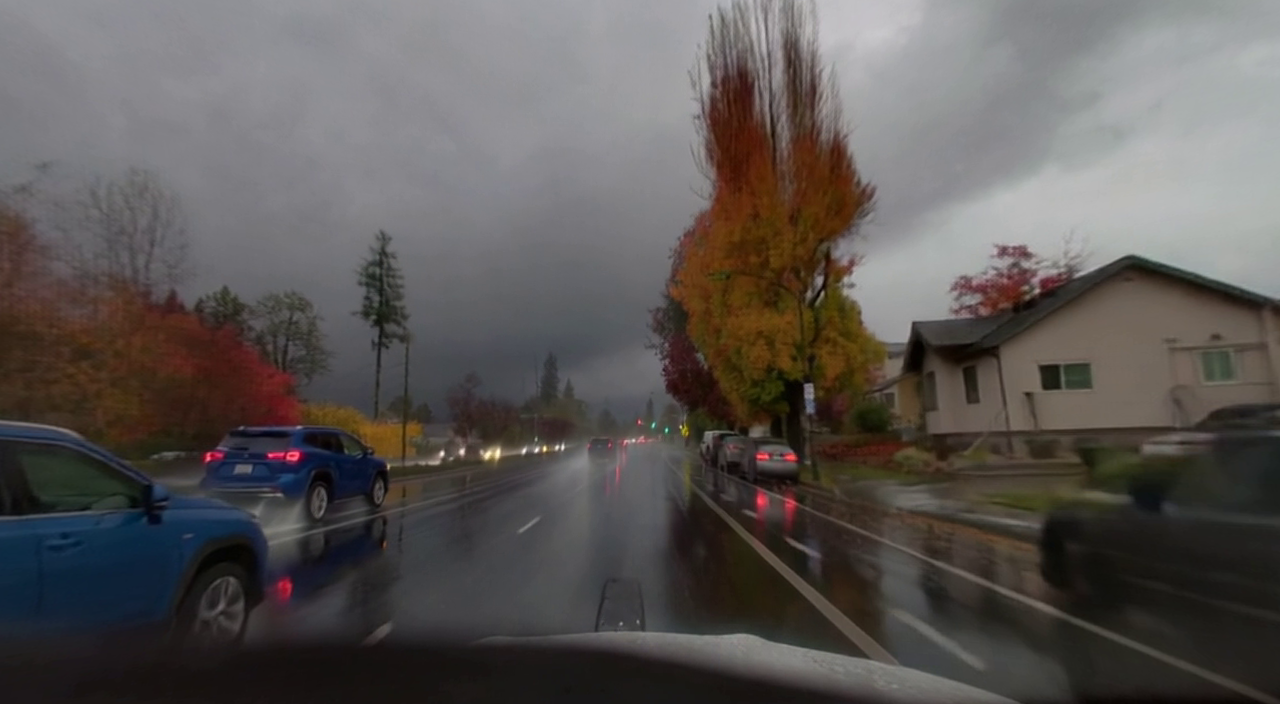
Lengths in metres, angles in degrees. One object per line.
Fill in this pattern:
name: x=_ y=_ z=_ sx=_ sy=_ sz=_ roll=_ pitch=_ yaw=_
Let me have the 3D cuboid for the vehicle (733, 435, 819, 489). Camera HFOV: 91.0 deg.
vehicle: x=4.654 y=3.815 z=22.206 sx=1.950 sy=1.668 sz=4.414 roll=1 pitch=-8 yaw=-1

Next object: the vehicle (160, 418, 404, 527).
vehicle: x=-6.540 y=2.242 z=12.299 sx=2.034 sy=1.711 sz=4.512 roll=0 pitch=-8 yaw=1

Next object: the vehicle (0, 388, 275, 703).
vehicle: x=-3.169 y=0.755 z=1.407 sx=1.982 sy=1.478 sz=4.465 roll=0 pitch=-8 yaw=0

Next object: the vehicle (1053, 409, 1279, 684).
vehicle: x=4.753 y=1.117 z=3.446 sx=1.934 sy=1.612 sz=4.477 roll=0 pitch=-8 yaw=0
